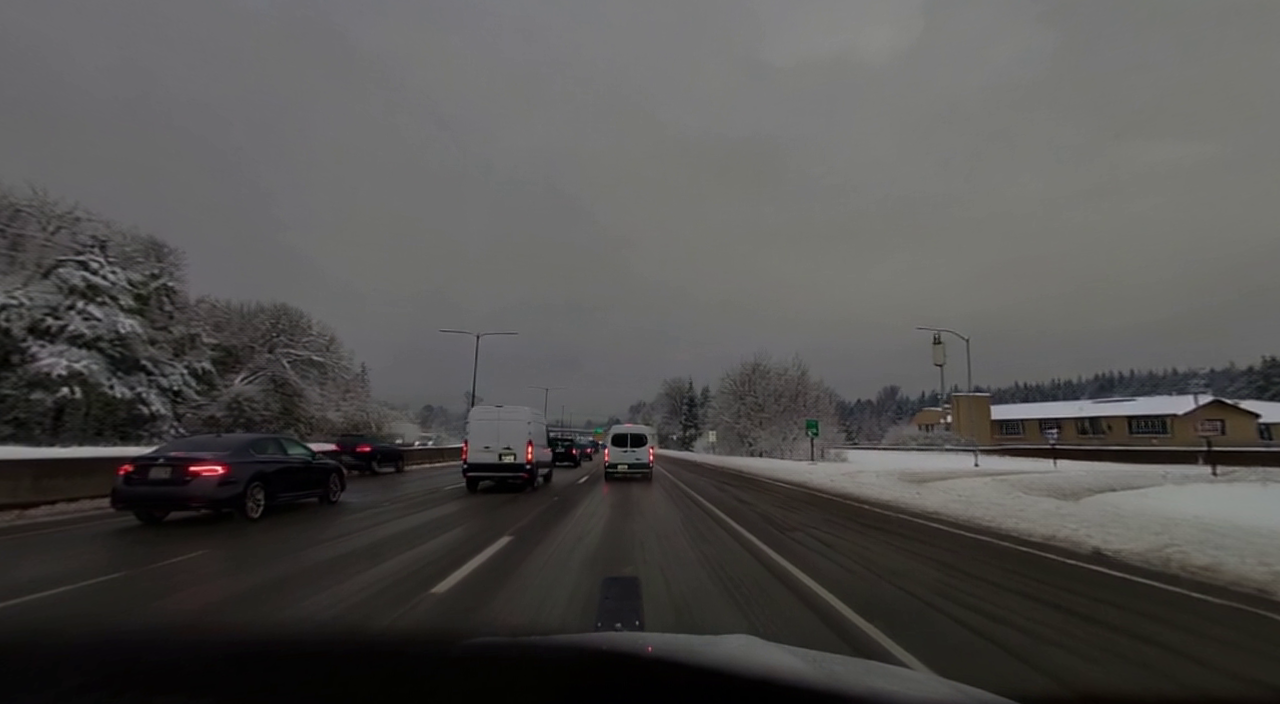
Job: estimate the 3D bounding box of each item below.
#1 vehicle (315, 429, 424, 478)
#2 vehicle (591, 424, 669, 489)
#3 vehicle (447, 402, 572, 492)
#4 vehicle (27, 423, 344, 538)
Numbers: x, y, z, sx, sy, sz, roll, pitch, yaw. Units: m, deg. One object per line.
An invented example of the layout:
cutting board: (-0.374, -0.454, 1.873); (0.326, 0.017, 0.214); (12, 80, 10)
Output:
vehicle: (-10.694, 4.076, 25.360); (2.312, 1.766, 4.653); (0, -9, 0)
vehicle: (-0.284, 3.282, 20.012); (2.207, 1.807, 4.199); (0, -9, 0)
vehicle: (-3.652, 2.873, 19.104); (2.504, 2.276, 5.933); (0, -9, 0)
vehicle: (-7.103, 2.047, 10.659); (1.959, 1.493, 4.575); (0, -9, 0)
